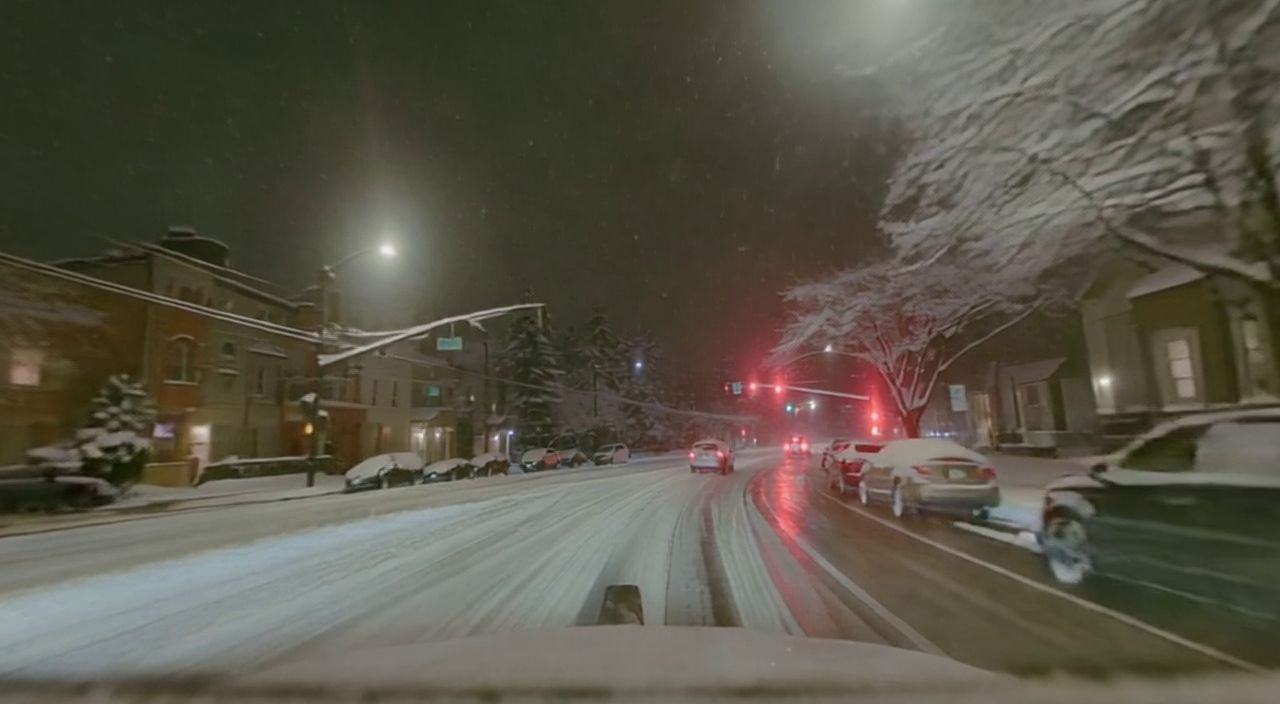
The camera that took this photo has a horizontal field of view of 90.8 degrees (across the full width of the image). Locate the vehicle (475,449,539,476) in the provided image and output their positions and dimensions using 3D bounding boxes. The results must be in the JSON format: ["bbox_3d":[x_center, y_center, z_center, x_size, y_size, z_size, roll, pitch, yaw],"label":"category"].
[{"bbox_3d":[-7.960,6.648,38.291,1.880,1.450,4.627,-2,-9,15],"label":"vehicle"}]

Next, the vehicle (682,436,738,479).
[{"bbox_3d":[3.104,4.512,27.358,1.852,1.680,4.488,-2,-9,13],"label":"vehicle"}]

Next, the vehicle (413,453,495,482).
[{"bbox_3d":[-9.453,5.891,32.551,1.893,1.310,4.719,-2,-9,13],"label":"vehicle"}]

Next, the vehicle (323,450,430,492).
[{"bbox_3d":[-10.719,4.836,26.102,1.918,1.508,4.353,-1,-8,10],"label":"vehicle"}]

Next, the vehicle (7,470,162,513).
[{"bbox_3d":[-20.140,5.044,23.015,4.195,1.400,1.726,-1,-8,6],"label":"vehicle"}]

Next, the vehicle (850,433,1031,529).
[{"bbox_3d":[5.522,2.380,12.353,1.741,1.494,4.587,-1,-8,7],"label":"vehicle"}]

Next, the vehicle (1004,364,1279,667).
[{"bbox_3d":[4.914,1.068,4.383,2.128,1.795,4.622,0,-8,2],"label":"vehicle"}]

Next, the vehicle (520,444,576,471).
[{"bbox_3d":[-6.226,7.185,43.299,1.977,1.761,4.990,-2,-9,15],"label":"vehicle"}]

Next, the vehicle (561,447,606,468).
[{"bbox_3d":[-4.295,8.117,48.781,1.809,1.469,4.485,-3,-9,19],"label":"vehicle"}]
